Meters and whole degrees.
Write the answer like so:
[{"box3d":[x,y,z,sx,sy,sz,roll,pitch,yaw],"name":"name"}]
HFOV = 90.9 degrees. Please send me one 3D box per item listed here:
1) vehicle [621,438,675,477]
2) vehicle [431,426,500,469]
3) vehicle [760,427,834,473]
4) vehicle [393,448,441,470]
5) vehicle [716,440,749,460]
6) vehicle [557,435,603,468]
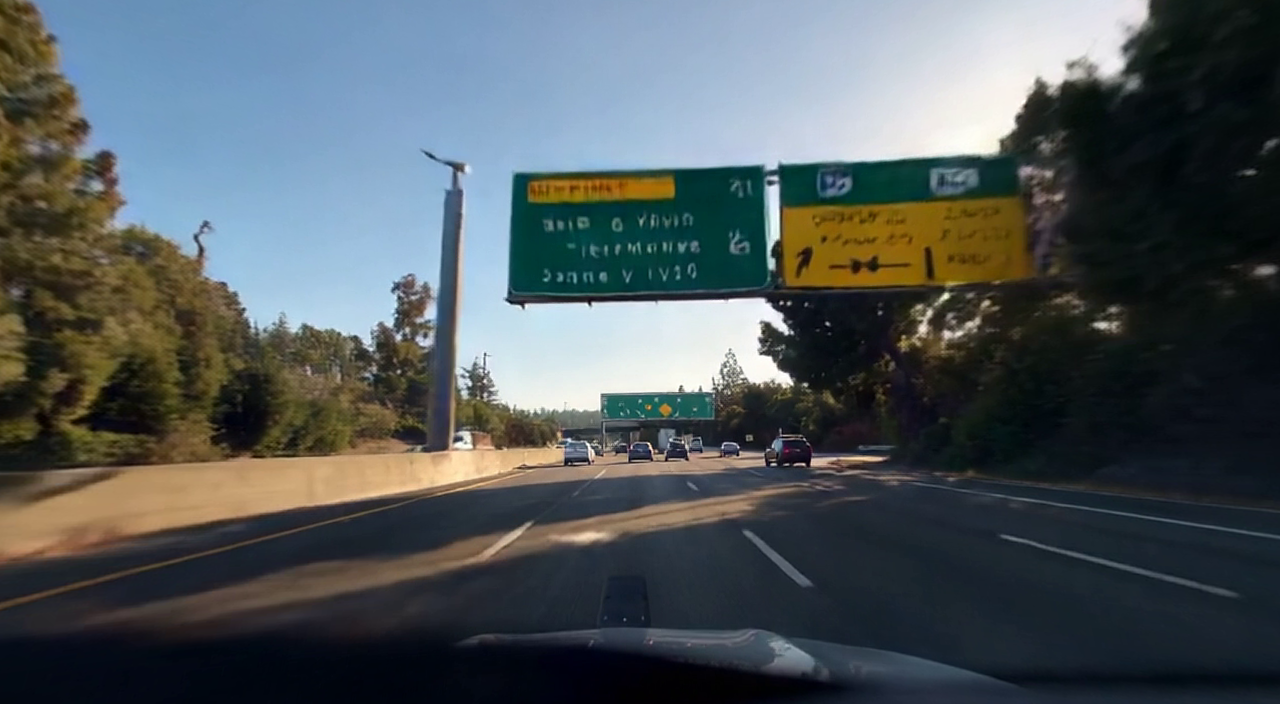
[{"box3d":[0.292,4.324,26.071,2.071,1.464,4.162,0,-8,0],"name":"vehicle"},{"box3d":[-12.486,6.917,45.872,2.779,2.896,7.441,0,-8,0],"name":"vehicle"},{"box3d":[7.159,4.538,29.366,2.094,1.916,5.099,0,-8,-1],"name":"vehicle"},{"box3d":[-16.059,7.725,45.666,1.845,1.507,4.187,0,-8,2],"name":"vehicle"},{"box3d":[7.103,7.582,48.861,1.894,1.511,4.148,0,-8,-1],"name":"vehicle"},{"box3d":[-3.348,5.655,36.058,2.140,1.720,4.410,0,-8,1],"name":"vehicle"}]
